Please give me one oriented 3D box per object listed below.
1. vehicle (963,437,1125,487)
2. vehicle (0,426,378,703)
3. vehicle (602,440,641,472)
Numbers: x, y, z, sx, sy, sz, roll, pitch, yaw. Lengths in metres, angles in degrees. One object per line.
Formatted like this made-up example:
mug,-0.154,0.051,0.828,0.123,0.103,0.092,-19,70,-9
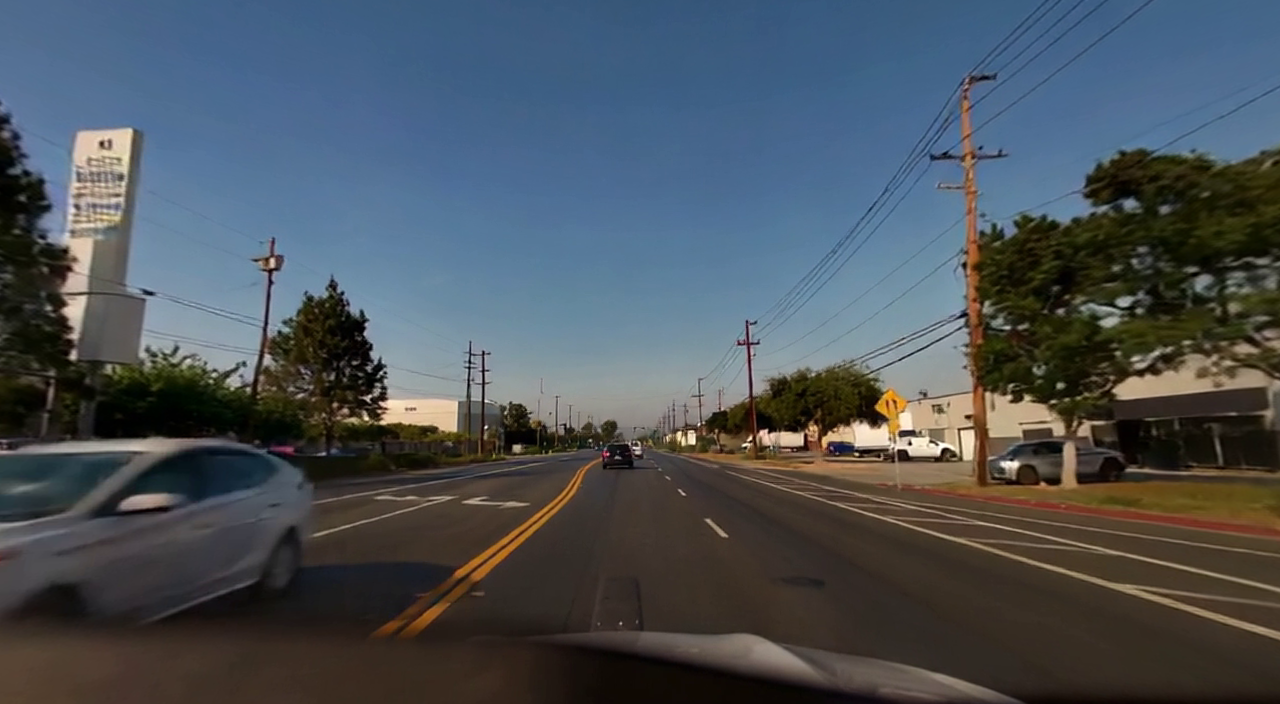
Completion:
vehicle,18.120,4.922,28.761,2.423,2.005,5.671,4,-9,-25
vehicle,-3.782,1.353,4.798,1.863,1.435,4.204,0,-8,-1
vehicle,-0.972,5.519,33.756,1.937,1.588,3.746,0,-8,-1
